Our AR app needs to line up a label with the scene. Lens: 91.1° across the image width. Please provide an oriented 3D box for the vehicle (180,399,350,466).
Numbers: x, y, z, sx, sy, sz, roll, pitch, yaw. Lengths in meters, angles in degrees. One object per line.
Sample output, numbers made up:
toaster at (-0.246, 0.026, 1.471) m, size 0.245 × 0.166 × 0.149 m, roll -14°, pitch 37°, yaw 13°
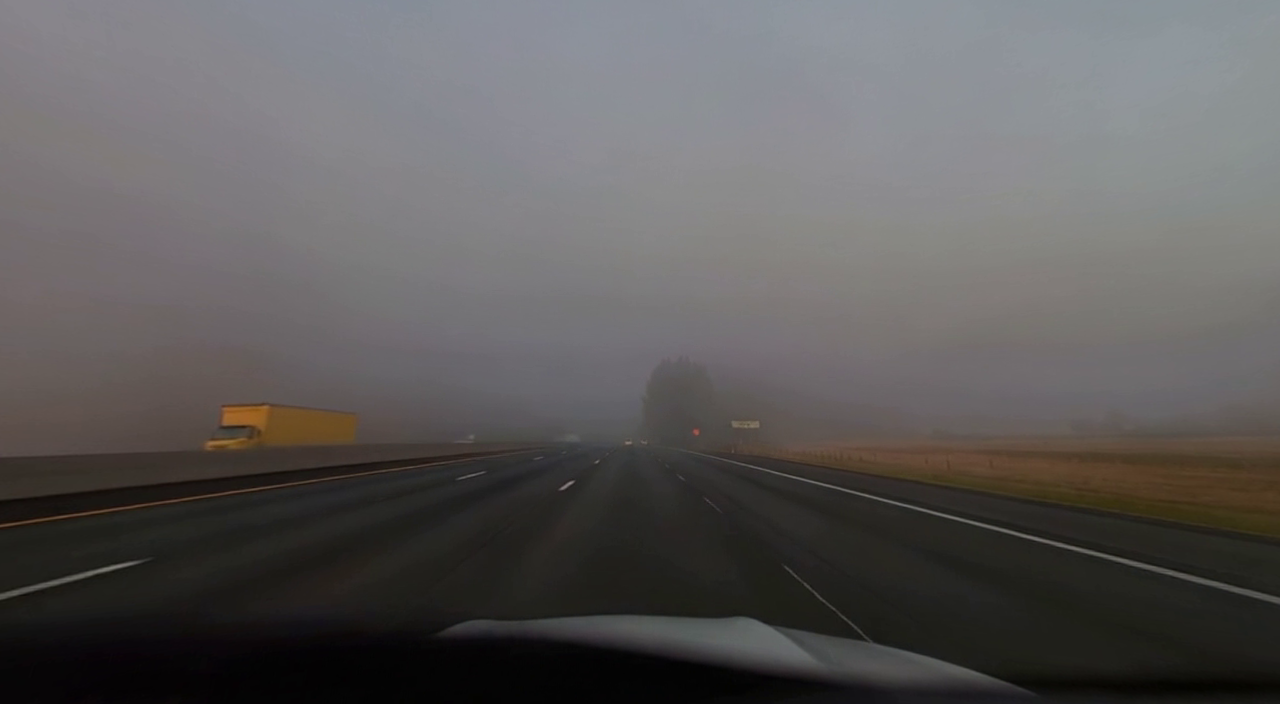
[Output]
vehicle at (-28.007, 6.307, 48.913) m, size 3.237 × 4.301 × 16.964 m, roll 0°, pitch -8°, yaw -2°
